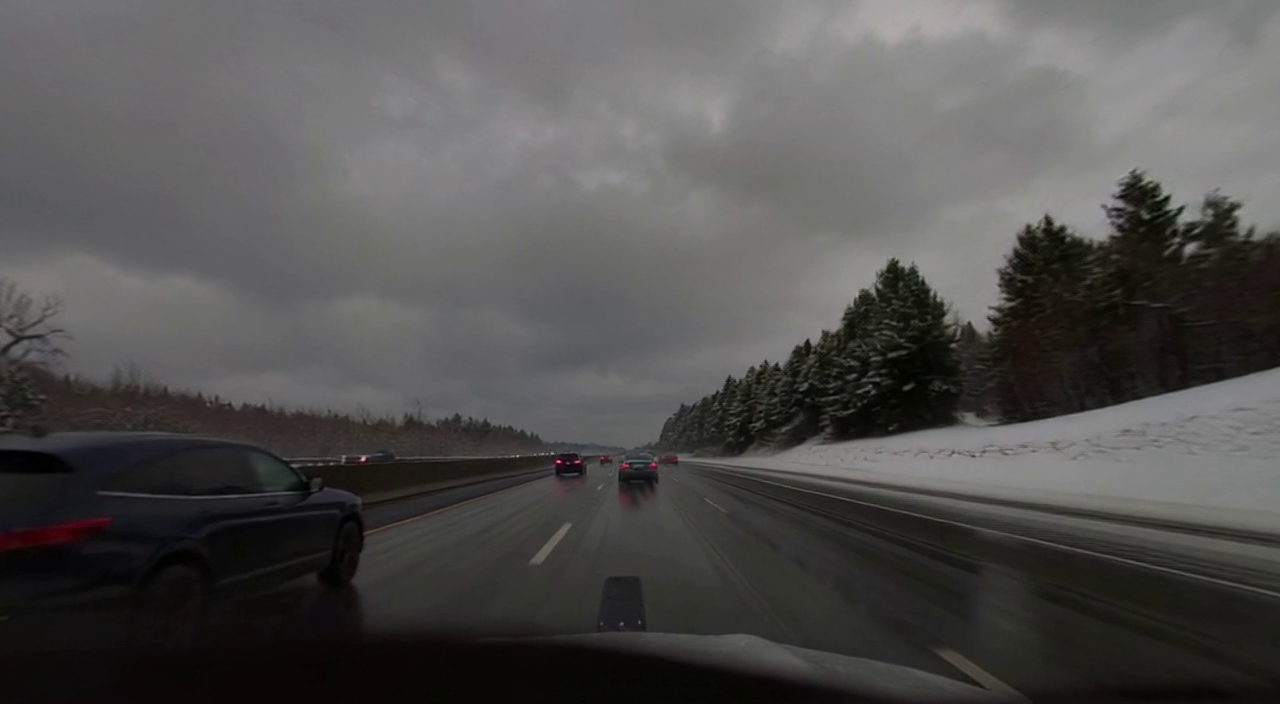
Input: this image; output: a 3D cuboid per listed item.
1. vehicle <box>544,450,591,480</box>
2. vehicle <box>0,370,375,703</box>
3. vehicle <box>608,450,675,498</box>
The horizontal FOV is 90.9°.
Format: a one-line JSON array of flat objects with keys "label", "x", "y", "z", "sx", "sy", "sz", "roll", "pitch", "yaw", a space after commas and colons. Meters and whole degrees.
[{"label": "vehicle", "x": -3.969, "y": 6.254, "z": 35.131, "sx": 2.153, "sy": 1.581, "sz": 4.375, "roll": 0, "pitch": -9, "yaw": 0}, {"label": "vehicle", "x": -3.697, "y": 1.154, "z": 4.251, "sx": 2.048, "sy": 1.621, "sz": 4.058, "roll": 0, "pitch": -9, "yaw": 0}, {"label": "vehicle", "x": 0.015, "y": 3.989, "z": 20.960, "sx": 2.023, "sy": 1.400, "sz": 4.028, "roll": 0, "pitch": -9, "yaw": -1}]
